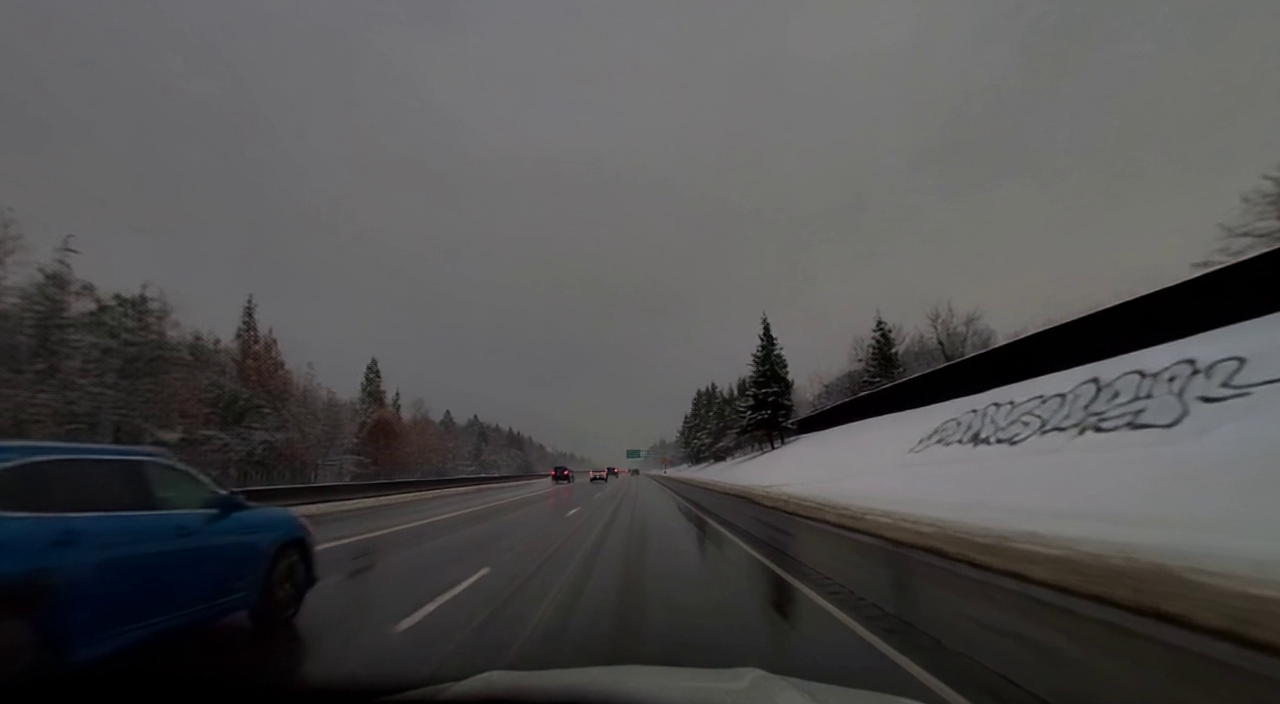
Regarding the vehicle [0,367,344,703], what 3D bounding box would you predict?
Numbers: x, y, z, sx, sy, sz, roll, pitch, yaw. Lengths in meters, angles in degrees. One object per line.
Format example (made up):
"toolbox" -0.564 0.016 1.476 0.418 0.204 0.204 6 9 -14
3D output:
"vehicle" -3.916 1.075 3.644 2.173 1.696 4.462 1 -10 0
